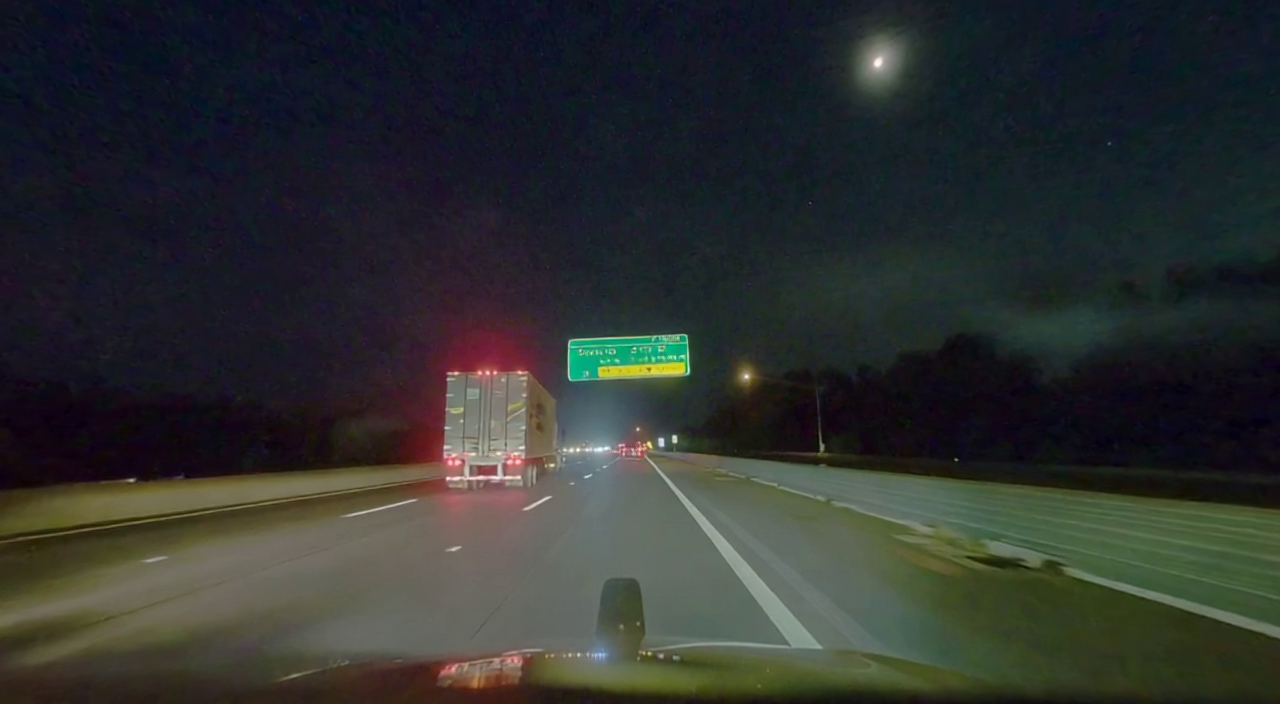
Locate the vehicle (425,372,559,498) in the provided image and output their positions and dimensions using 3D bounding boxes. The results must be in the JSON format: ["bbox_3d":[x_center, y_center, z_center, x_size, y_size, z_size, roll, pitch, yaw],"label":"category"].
[{"bbox_3d":[-4.529,2.829,21.043,2.707,3.461,7.191,0,-9,0],"label":"vehicle"}]
